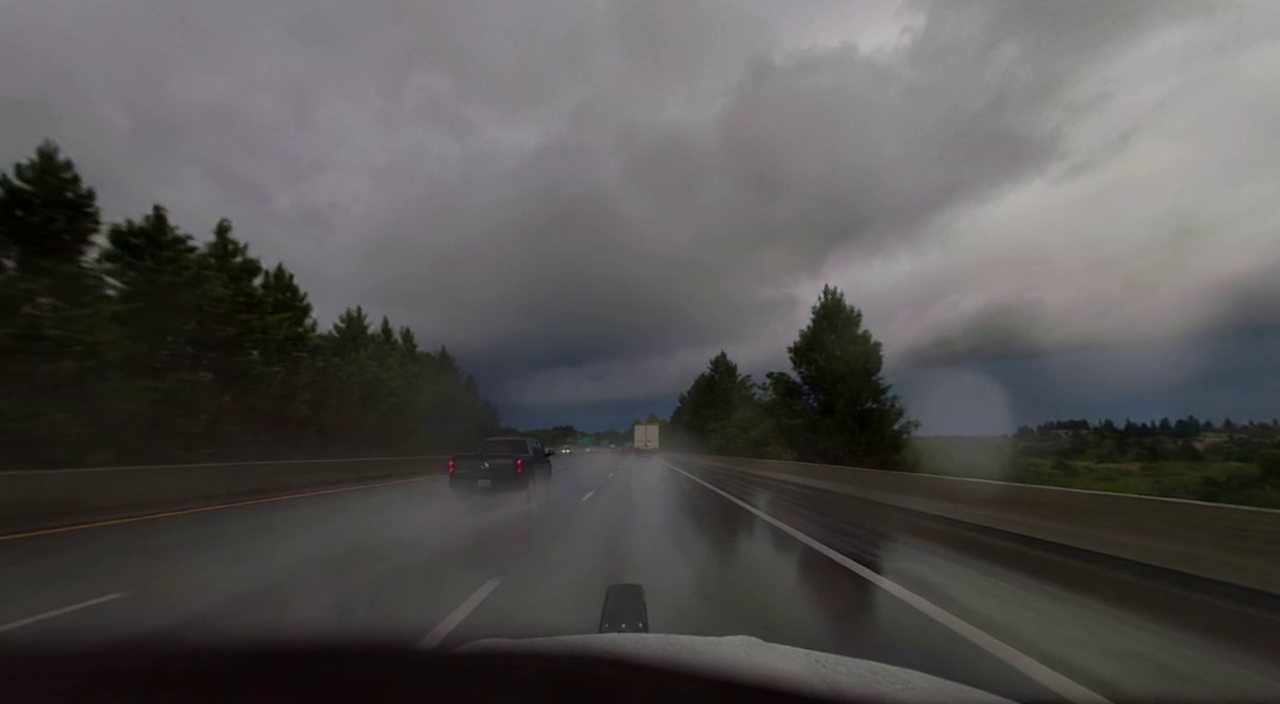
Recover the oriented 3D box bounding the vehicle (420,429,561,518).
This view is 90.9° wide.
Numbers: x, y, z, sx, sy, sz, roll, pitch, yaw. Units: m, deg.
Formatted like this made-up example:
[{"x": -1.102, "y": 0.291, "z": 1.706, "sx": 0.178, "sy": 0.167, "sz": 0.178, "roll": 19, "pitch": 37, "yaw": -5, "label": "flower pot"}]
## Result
[{"x": -3.137, "y": 2.675, "z": 14.351, "sx": 2.017, "sy": 1.680, "sz": 4.636, "roll": 0, "pitch": -9, "yaw": 0, "label": "vehicle"}]
